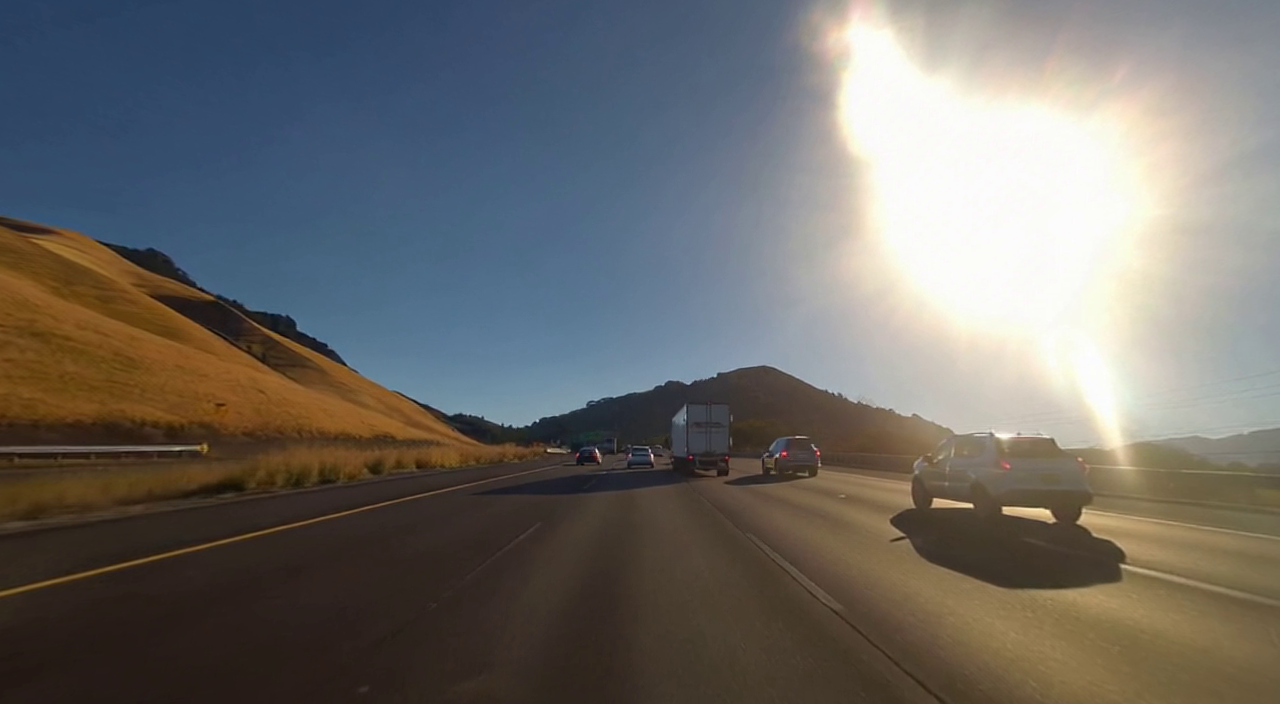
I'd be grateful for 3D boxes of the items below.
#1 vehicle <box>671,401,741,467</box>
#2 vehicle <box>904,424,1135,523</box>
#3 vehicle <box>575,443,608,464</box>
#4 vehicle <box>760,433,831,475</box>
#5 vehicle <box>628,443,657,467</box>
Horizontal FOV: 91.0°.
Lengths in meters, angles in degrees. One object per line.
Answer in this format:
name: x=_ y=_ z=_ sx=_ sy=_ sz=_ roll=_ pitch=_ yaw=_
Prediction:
vehicle: x=3.918 y=5.349 z=40.286 sx=3.130 sy=3.607 sz=11.129 roll=0 pitch=-9 yaw=-1
vehicle: x=7.457 y=2.417 z=13.072 sx=2.044 sy=1.676 sz=4.421 roll=0 pitch=-9 yaw=0
vehicle: x=-3.713 y=7.881 z=48.900 sx=2.132 sy=1.506 sz=4.256 roll=0 pitch=-9 yaw=0
vehicle: x=7.233 y=4.811 z=29.886 sx=2.143 sy=1.775 sz=4.729 roll=0 pitch=-9 yaw=0
vehicle: x=0.132 y=6.921 z=42.493 sx=1.866 sy=1.492 sz=3.932 roll=0 pitch=-9 yaw=-1
